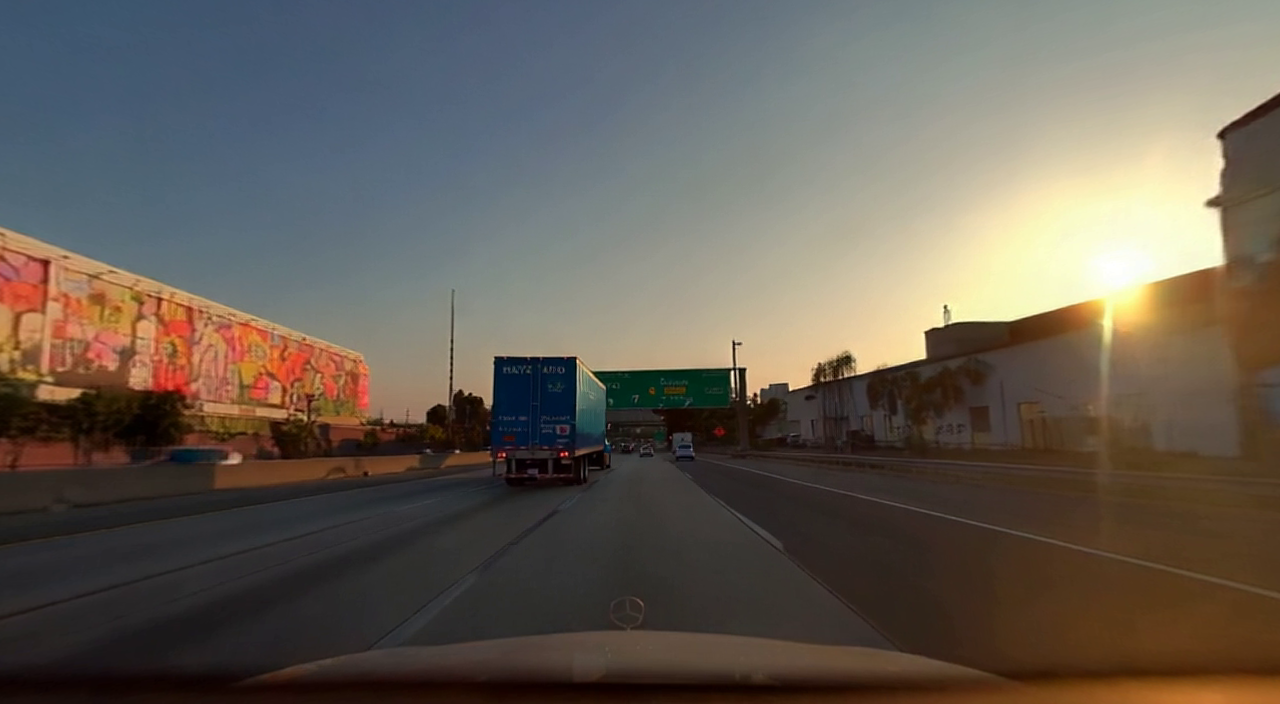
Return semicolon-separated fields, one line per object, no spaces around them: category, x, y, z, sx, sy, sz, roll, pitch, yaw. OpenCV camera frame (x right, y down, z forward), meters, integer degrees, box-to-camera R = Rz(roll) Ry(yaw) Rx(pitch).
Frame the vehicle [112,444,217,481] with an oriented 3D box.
vehicle;-25.163;5.827;33.611;1.998;1.774;4.526;0;-8;1

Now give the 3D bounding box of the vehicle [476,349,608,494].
vehicle;-2.988;2.520;22.255;2.977;4.048;8.890;-1;-7;2
